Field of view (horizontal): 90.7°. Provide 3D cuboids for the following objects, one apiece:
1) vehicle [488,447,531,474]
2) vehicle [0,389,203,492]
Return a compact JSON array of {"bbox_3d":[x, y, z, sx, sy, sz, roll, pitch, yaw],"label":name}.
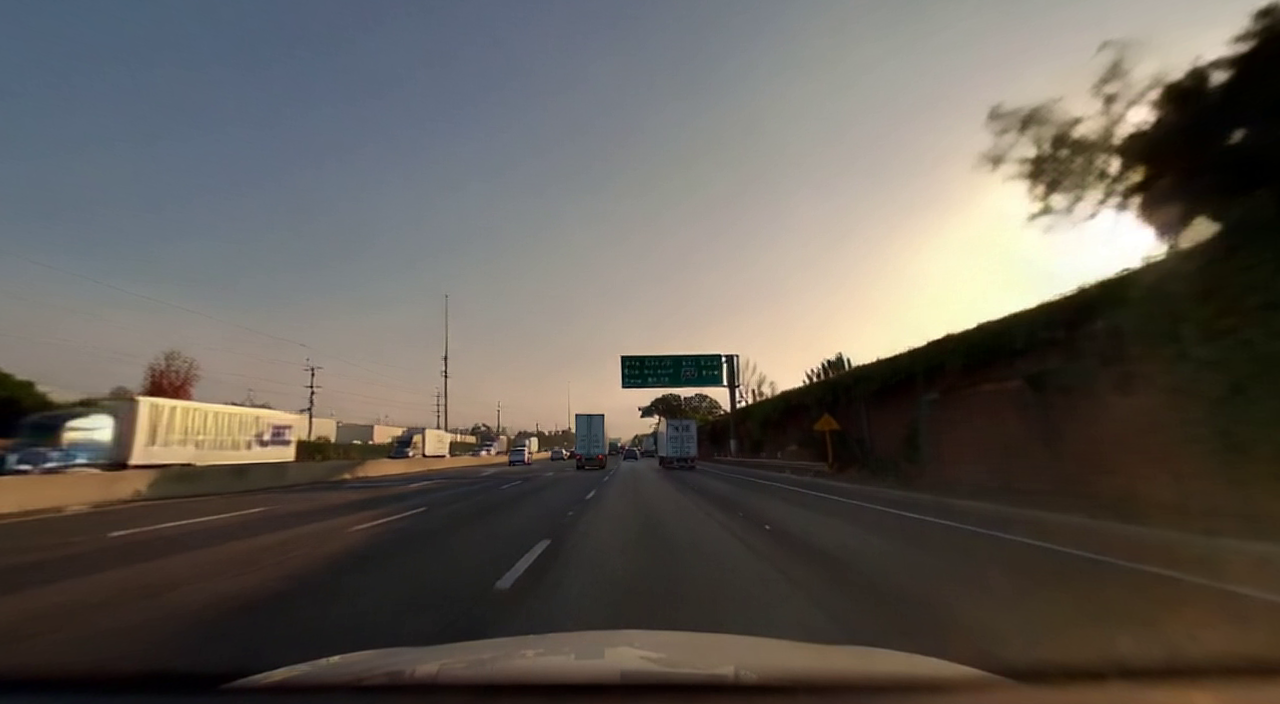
[{"bbox_3d":[-8.665,7.236,42.345,2.132,1.679,4.045,0,-9,-2],"label":"vehicle"},{"bbox_3d":[-23.349,3.865,27.463,3.008,3.765,8.086,0,-9,-1],"label":"vehicle"}]
